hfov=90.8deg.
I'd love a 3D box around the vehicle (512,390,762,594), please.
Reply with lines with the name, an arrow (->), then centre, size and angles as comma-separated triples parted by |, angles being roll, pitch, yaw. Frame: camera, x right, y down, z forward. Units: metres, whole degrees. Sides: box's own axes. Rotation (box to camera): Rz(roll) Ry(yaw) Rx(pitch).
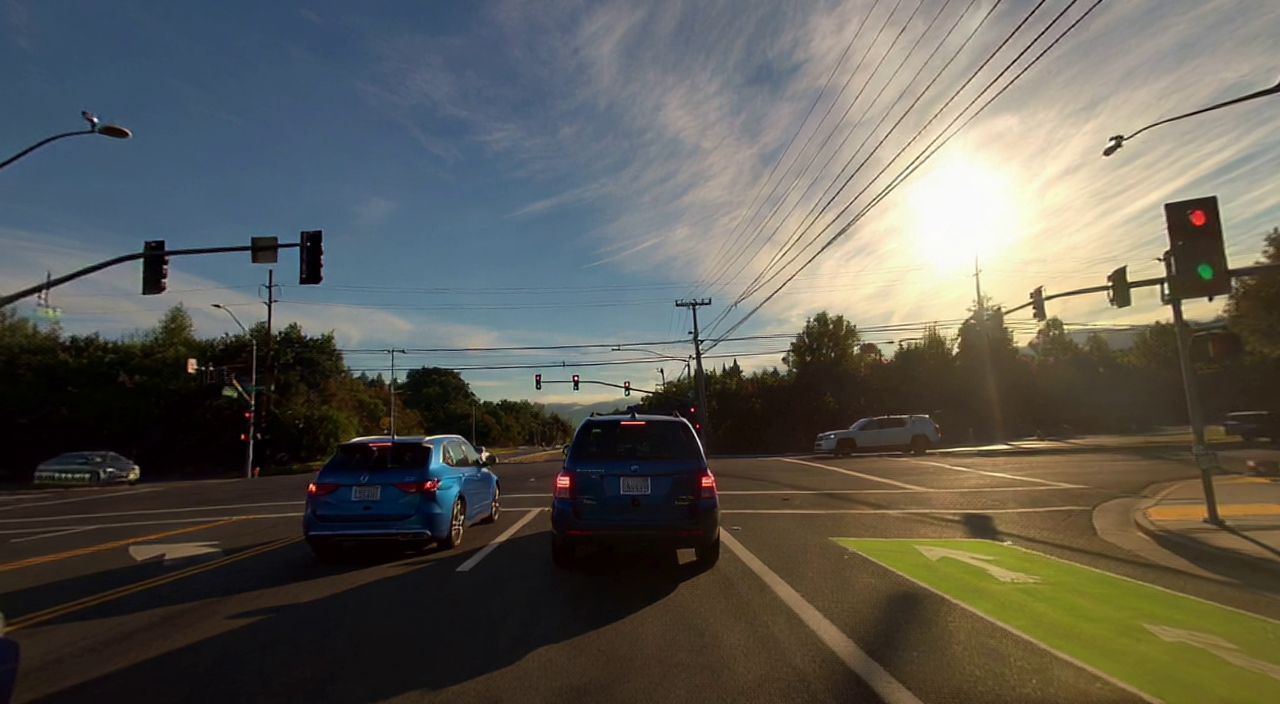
vehicle -> -0.057, 1.519, 7.621 | 2.182, 1.773, 4.041 | 0, -8, -1

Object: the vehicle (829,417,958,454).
vehicle -> 13.832, 4.609, 34.837 | 6.143, 1.944, 2.229 | -1, -8, 5

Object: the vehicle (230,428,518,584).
vehicle -> -2.930, 1.760, 8.005 | 1.969, 1.486, 3.702 | 0, -8, 1

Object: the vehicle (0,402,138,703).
vehicle -> -3.350, 0.658, 0.436 | 1.928, 1.488, 4.936 | 0, -8, 0
